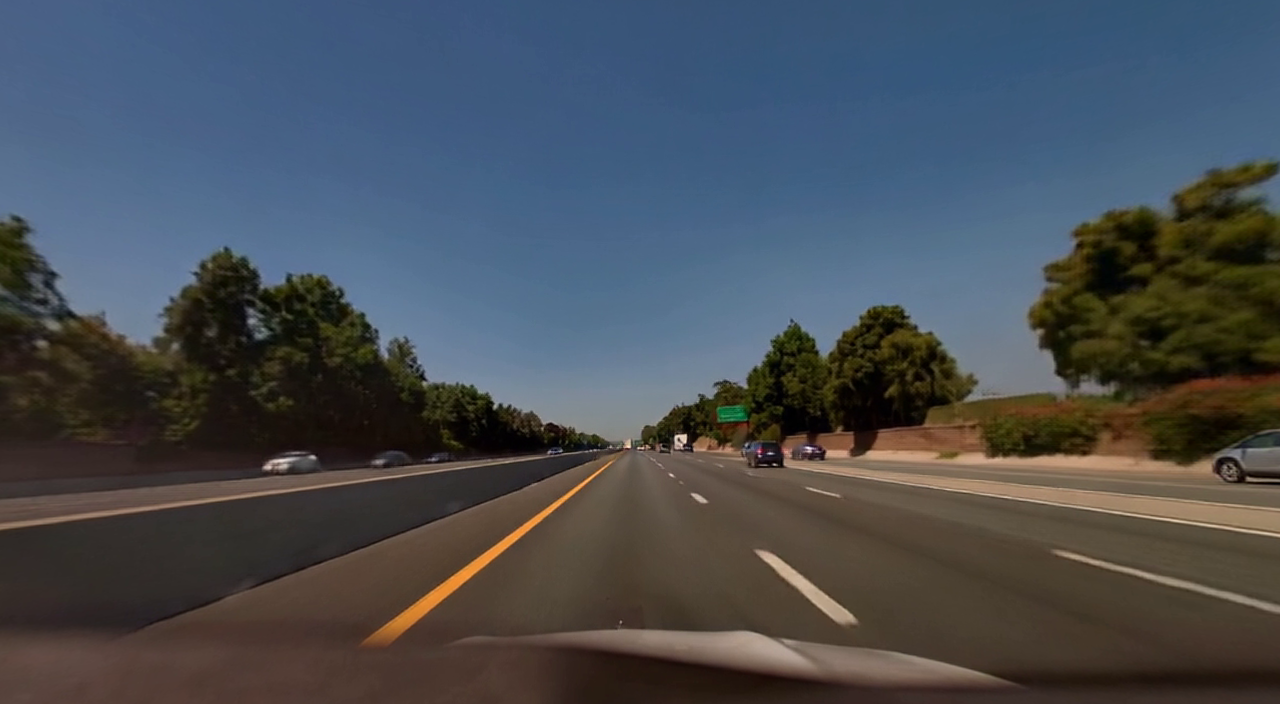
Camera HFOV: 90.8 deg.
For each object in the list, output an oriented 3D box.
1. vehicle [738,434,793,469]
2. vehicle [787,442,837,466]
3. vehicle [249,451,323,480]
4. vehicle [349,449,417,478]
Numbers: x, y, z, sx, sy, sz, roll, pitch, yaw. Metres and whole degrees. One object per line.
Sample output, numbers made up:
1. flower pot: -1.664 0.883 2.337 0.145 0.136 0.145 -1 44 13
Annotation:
1. vehicle: 7.081 5.655 36.060 2.098 1.820 4.505 0 -9 -2
2. vehicle: 10.923 6.497 40.395 1.931 1.479 4.183 0 -9 -1
3. vehicle: -24.682 7.880 44.300 2.302 1.848 4.869 0 -9 0
4. vehicle: -15.755 6.829 39.040 2.345 1.623 4.641 0 -9 -2
